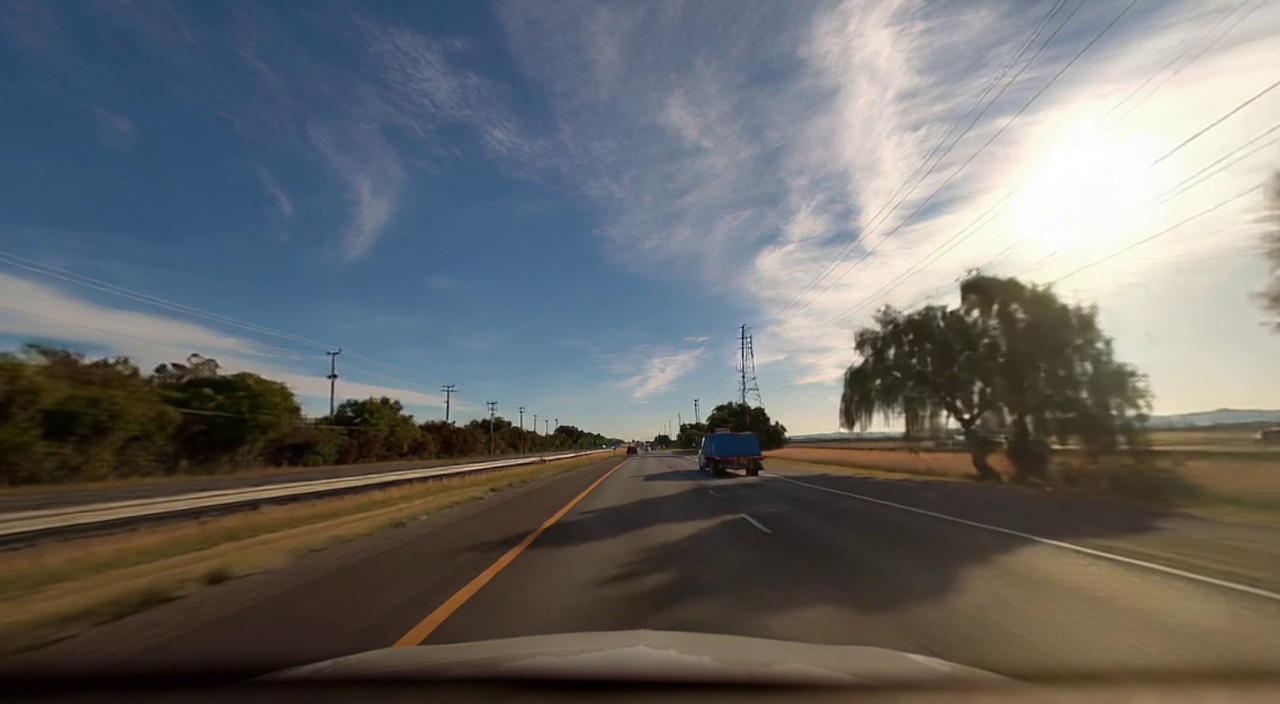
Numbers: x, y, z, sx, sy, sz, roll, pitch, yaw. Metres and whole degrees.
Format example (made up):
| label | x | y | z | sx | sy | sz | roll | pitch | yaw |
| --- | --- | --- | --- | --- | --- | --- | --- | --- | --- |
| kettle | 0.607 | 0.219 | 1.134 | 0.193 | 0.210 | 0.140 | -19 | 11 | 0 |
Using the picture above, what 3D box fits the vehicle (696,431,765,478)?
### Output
| label | x | y | z | sx | sy | sz | roll | pitch | yaw |
| --- | --- | --- | --- | --- | --- | --- | --- | --- | --- |
| vehicle | 3.857 | 4.516 | 27.850 | 2.228 | 1.852 | 5.449 | 0 | -8 | -1 |
